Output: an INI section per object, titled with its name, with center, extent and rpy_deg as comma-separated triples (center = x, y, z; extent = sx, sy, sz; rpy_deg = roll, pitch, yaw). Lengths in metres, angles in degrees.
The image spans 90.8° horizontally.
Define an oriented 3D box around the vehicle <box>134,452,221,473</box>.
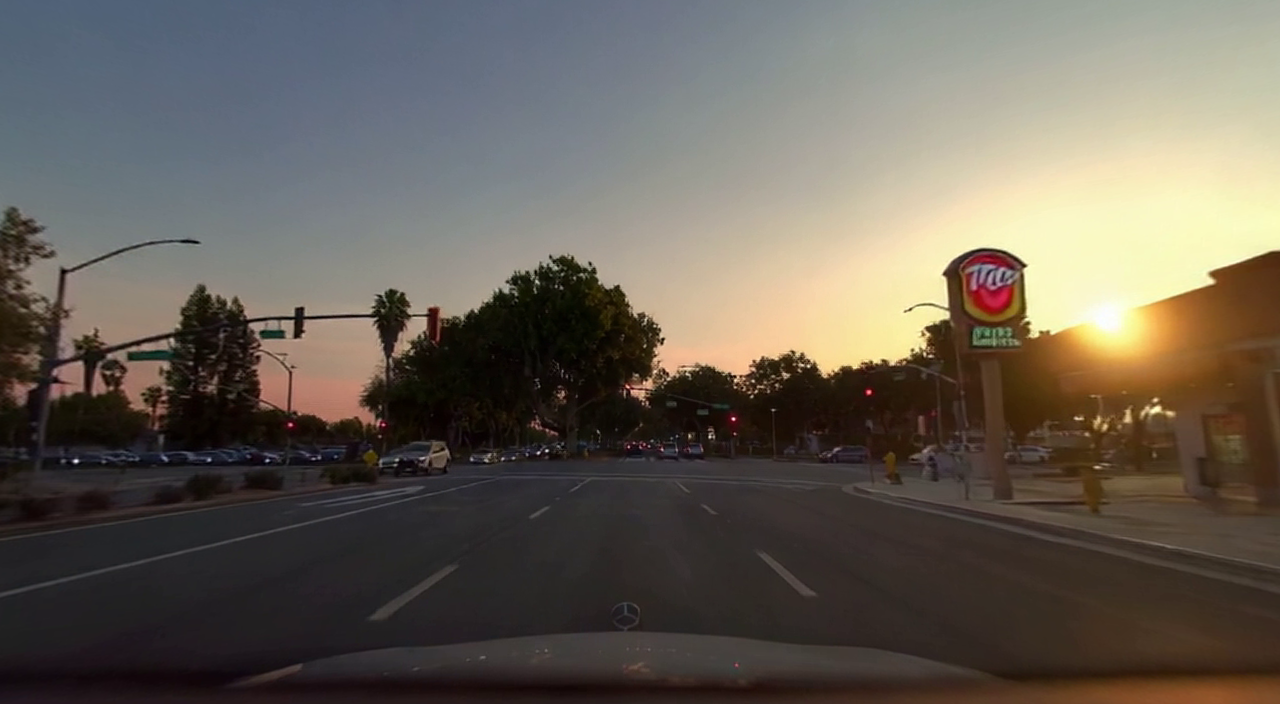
[vehicle]
center = -33.380, 7.955, 45.674
extent = 4.758, 1.462, 1.932
rpy_deg = 0, -9, 2
